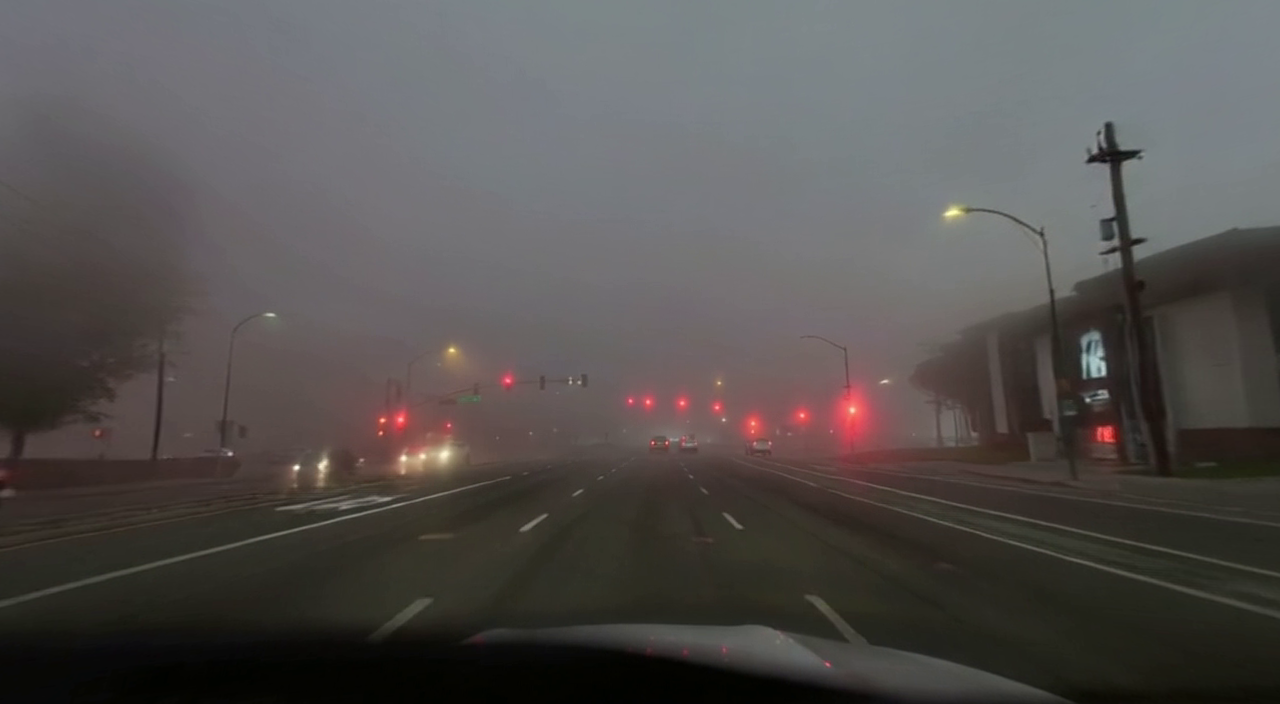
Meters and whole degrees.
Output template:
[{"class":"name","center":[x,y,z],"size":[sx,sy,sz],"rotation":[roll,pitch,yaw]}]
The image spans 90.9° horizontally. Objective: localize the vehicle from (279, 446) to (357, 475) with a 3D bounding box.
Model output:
[{"class":"vehicle","center":[-18.147,6.128,35.794],"size":[1.939,1.500,4.547],"rotation":[0,-8,1]}]

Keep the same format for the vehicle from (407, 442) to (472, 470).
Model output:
[{"class":"vehicle","center":[-11.028,5.737,35.051],"size":[1.943,1.463,4.707],"rotation":[0,-8,1]}]
